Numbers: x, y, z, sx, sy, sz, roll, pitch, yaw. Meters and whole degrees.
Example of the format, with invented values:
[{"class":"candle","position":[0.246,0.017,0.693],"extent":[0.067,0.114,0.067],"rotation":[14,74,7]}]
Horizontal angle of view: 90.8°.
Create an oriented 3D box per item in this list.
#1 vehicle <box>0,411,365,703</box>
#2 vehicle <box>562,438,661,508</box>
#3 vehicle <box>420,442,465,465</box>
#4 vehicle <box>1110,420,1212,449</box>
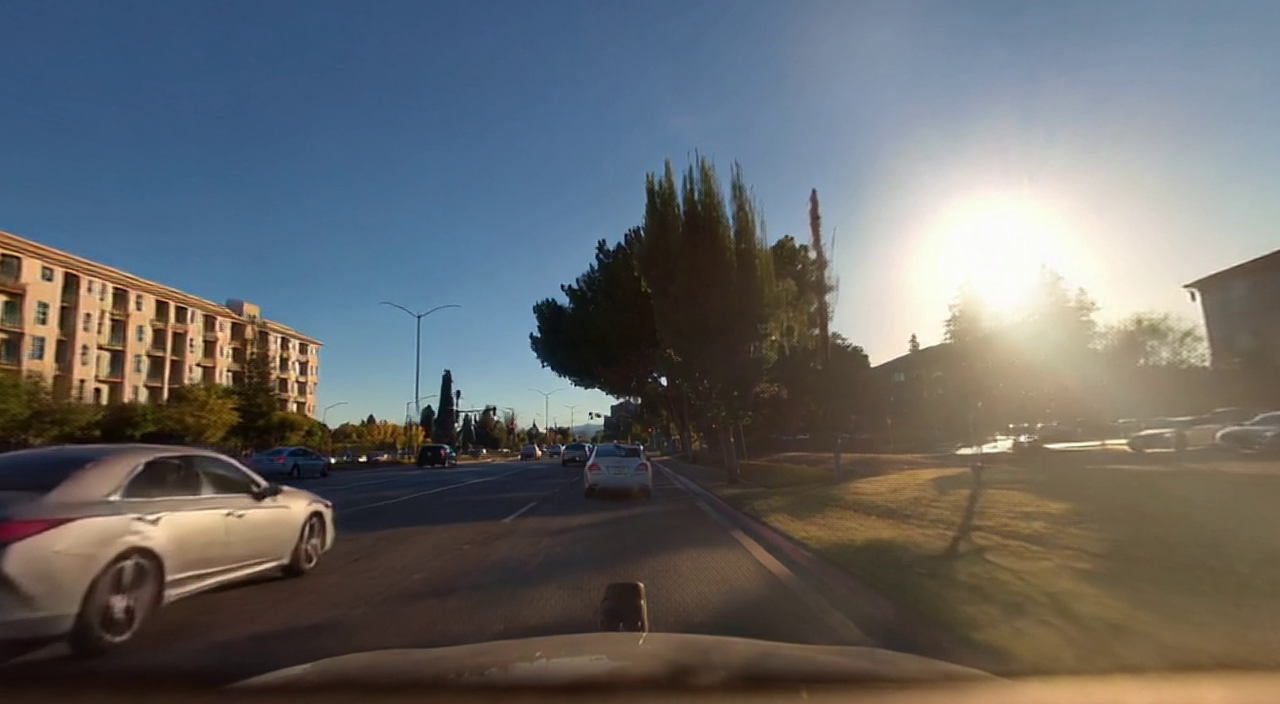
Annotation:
[{"class":"vehicle","position":[-4.218,1.353,4.976],"extent":[2.032,1.515,4.641],"rotation":[0,-9,0]},{"class":"vehicle","position":[-0.664,2.930,15.708],"extent":[2.099,1.469,4.389],"rotation":[0,-9,-1]},{"class":"vehicle","position":[-15.345,7.939,49.220],"extent":[2.064,1.686,4.380],"rotation":[0,-9,0]},{"class":"vehicle","position":[26.633,4.248,32.350],"extent":[3.719,1.416,1.741],"rotation":[0,-9,-5]}]
